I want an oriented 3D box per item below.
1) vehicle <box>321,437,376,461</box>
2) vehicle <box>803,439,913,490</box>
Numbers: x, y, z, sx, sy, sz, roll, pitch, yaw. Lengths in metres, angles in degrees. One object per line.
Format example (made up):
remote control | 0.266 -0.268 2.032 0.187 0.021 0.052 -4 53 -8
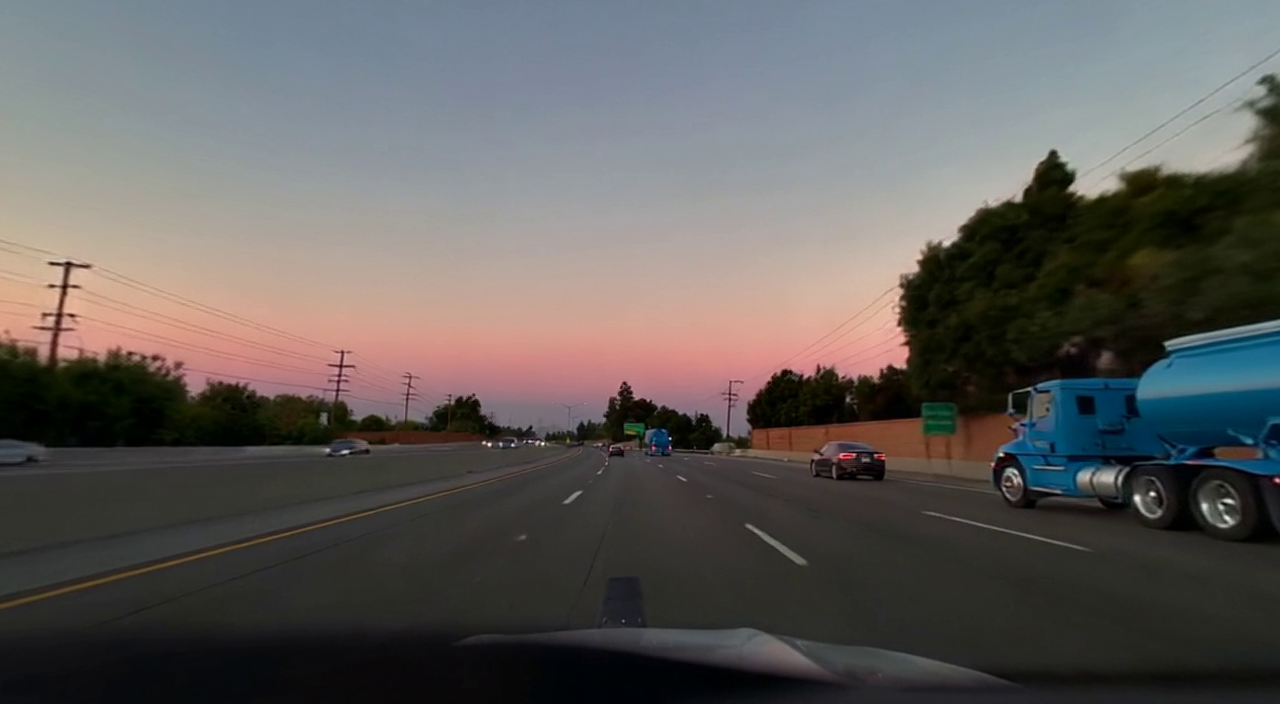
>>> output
vehicle | -21.671 7.210 47.103 1.990 1.710 4.556 0 -8 -2
vehicle | 7.013 3.644 20.901 1.905 1.480 4.624 0 -8 -1
